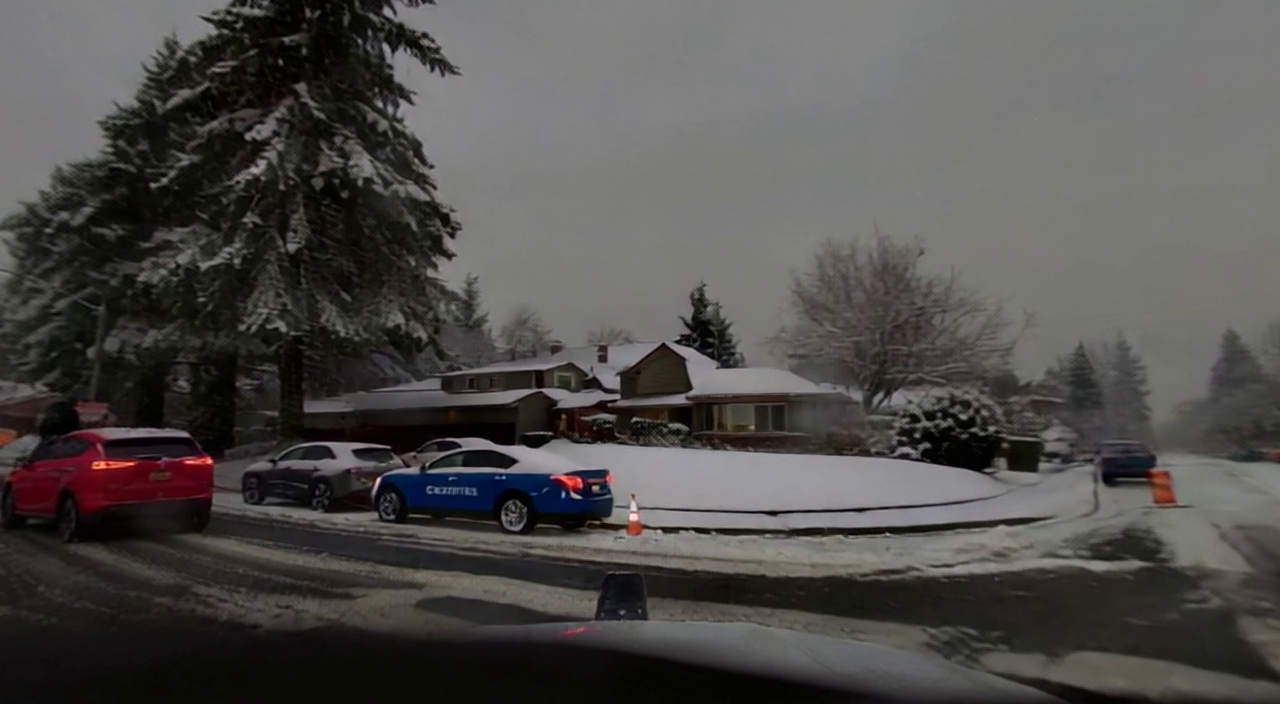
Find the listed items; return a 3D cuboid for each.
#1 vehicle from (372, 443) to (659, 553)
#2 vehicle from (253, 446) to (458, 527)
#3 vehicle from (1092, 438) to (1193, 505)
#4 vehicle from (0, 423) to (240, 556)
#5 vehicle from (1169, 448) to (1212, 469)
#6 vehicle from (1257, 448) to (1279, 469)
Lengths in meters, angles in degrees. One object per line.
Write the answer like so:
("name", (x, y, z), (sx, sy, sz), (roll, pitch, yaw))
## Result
("vehicle", (-2.287, 2.401, 11.233), (4.710, 1.515, 2.400), (-6, -11, 36))
("vehicle", (-6.598, 2.931, 14.459), (5.022, 1.497, 1.996), (-6, -10, 36))
("vehicle", (15.036, 3.504, 18.983), (2.014, 1.742, 4.297), (-7, -11, 37))
("vehicle", (-8.942, 2.159, 10.623), (4.094, 1.748, 2.350), (-7, -11, 38))
("vehicle", (40.403, 7.781, 46.472), (2.078, 1.445, 4.058), (-7, -11, 38))
("vehicle", (45.287, 7.532, 44.763), (1.673, 1.444, 4.225), (-7, -11, 38))
